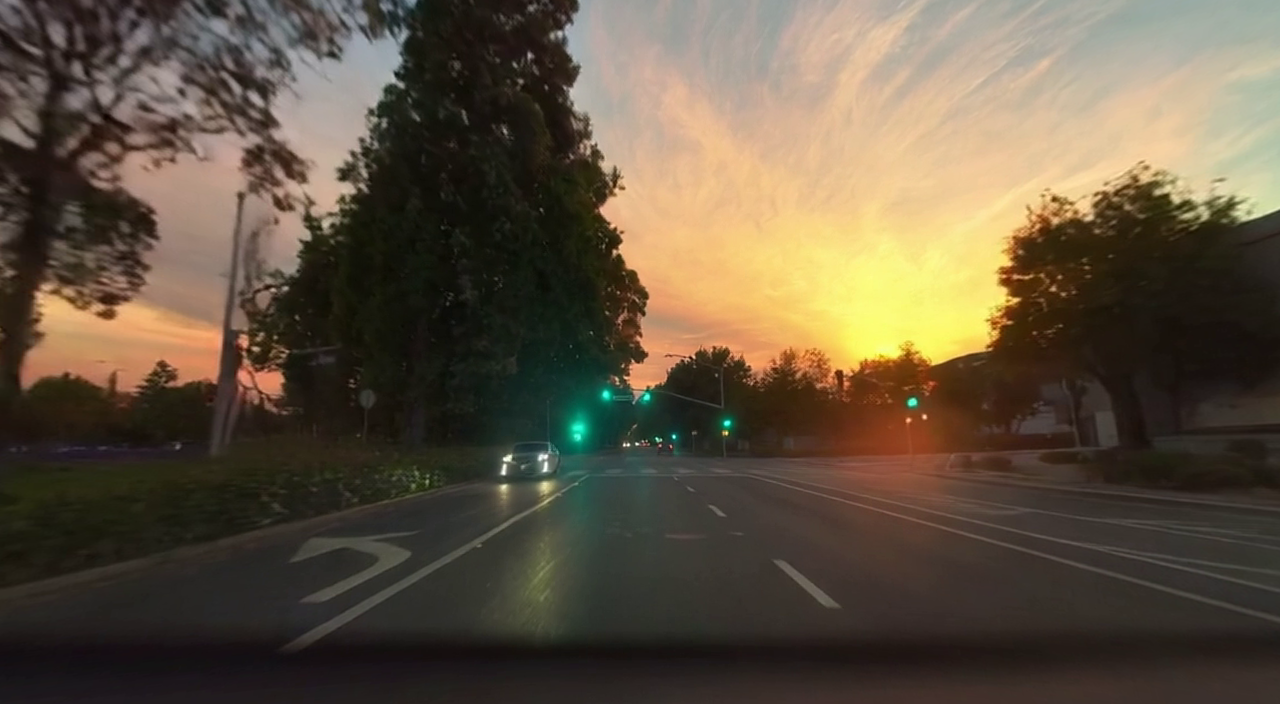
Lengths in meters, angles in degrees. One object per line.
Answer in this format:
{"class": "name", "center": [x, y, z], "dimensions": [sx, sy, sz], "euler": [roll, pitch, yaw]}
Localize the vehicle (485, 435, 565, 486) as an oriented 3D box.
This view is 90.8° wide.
{"class": "vehicle", "center": [-4.248, 4.090, 24.186], "dimensions": [2.156, 1.722, 4.484], "euler": [-1, -8, 1]}
